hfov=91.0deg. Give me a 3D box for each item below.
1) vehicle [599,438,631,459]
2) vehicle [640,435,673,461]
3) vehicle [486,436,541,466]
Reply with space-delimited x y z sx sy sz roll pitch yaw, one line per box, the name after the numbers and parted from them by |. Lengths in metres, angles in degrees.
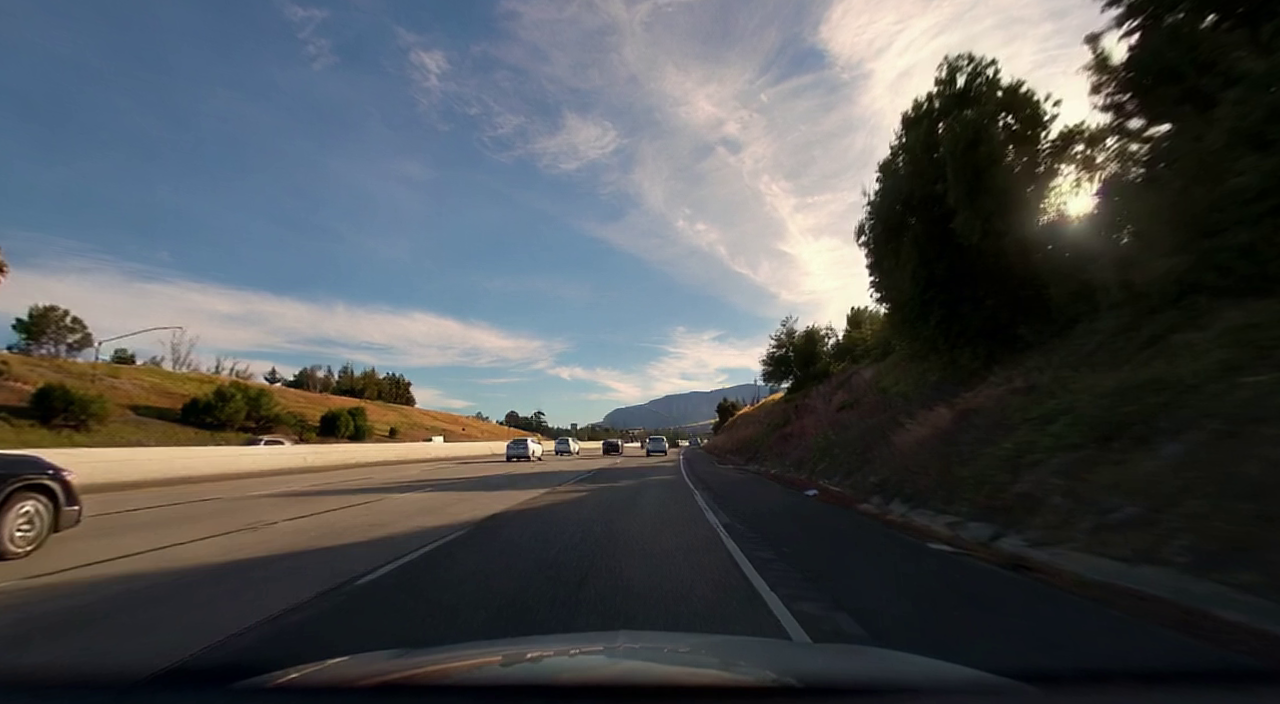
-1.919 7.575 49.409 2.002 1.531 4.469 0 -9 5 | vehicle
1.210 6.697 44.020 2.141 1.706 4.065 0 -9 4 | vehicle
-7.001 5.543 35.325 1.986 1.534 4.255 0 -9 4 | vehicle
